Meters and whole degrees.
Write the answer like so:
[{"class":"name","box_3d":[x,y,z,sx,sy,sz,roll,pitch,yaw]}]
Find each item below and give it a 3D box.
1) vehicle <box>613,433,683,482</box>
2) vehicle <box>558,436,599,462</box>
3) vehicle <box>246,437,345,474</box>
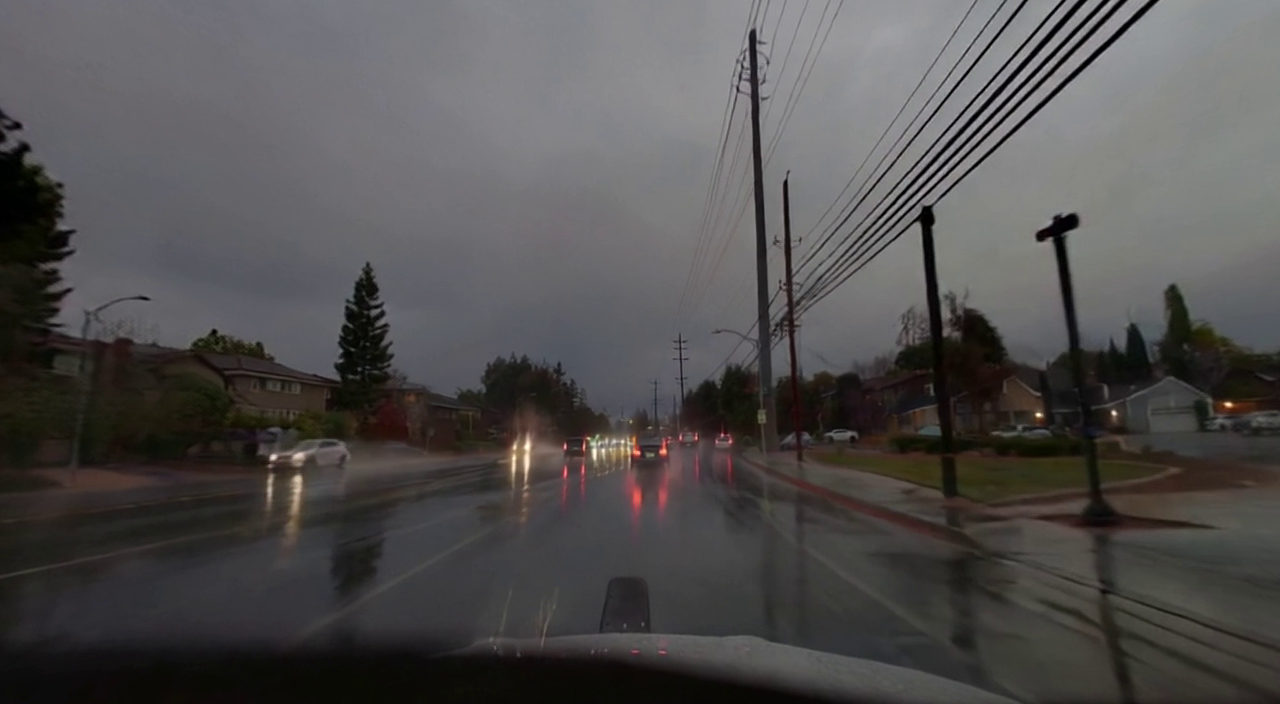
[{"class":"vehicle","box_3d":[0.368,3.552,21.439,2.117,1.474,4.036,-1,-9,4]},{"class":"vehicle","box_3d":[-3.777,6.047,39.234,1.983,1.485,4.159,-1,-9,2]},{"class":"vehicle","box_3d":[-17.527,5.300,32.382,2.081,1.739,4.704,-1,-9,6]}]
